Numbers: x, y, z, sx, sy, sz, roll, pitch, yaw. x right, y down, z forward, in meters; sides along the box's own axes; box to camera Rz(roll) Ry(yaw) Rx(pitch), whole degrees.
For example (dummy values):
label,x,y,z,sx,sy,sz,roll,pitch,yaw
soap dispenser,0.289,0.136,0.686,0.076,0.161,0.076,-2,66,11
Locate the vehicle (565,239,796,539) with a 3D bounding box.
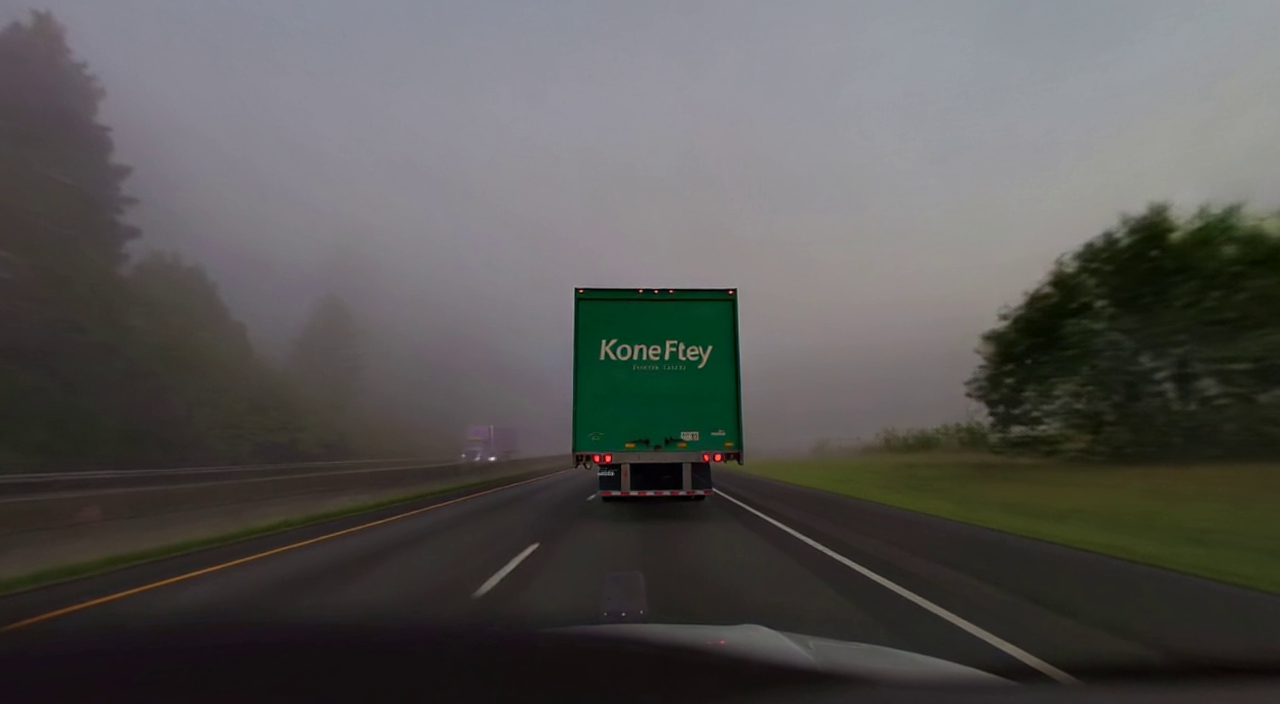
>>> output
label,x,y,z,sx,sy,sz,roll,pitch,yaw
vehicle,0.521,1.582,16.267,3.230,4.377,14.405,0,-9,0
